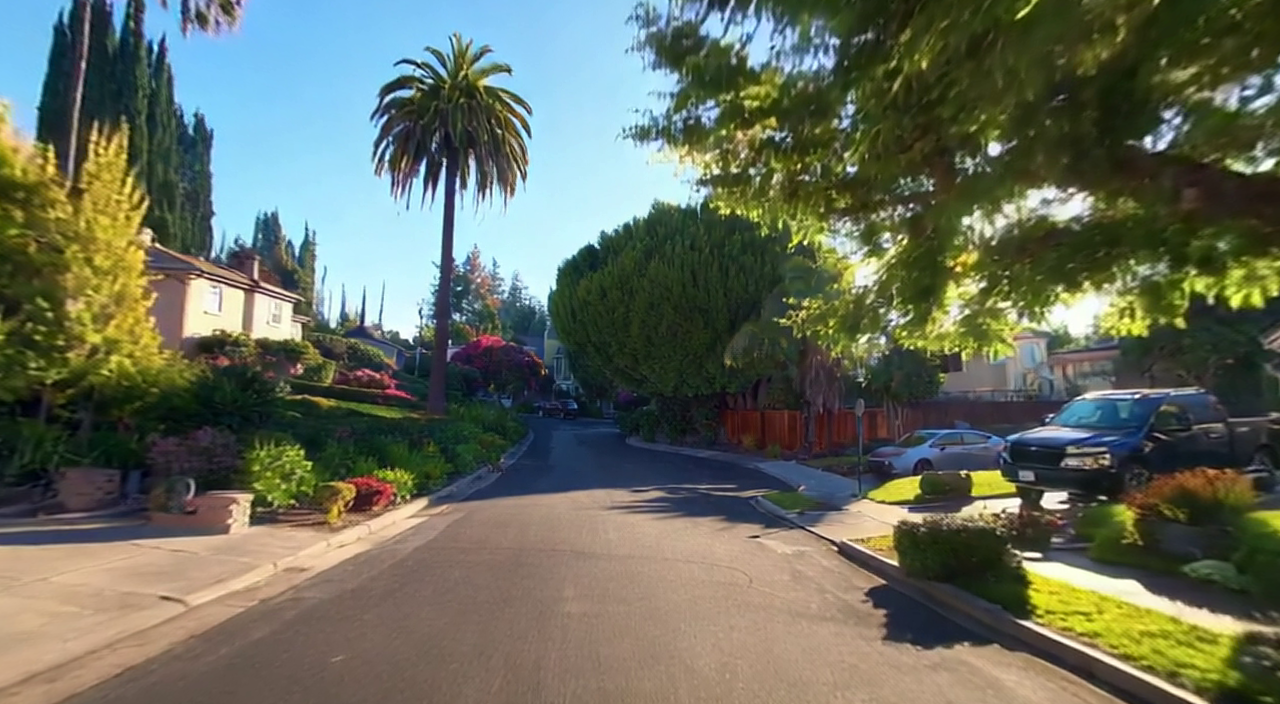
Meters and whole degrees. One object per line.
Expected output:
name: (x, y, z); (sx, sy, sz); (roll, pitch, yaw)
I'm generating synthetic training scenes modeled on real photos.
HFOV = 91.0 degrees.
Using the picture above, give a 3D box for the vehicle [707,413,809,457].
vehicle: (6.935, 4.897, 36.668); (5.663, 1.913, 2.170); (10, -14, -26)

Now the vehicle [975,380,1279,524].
vehicle: (9.946, 1.879, 11.762); (6.615, 2.137, 2.578); (4, -9, -19)

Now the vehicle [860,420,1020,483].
vehicle: (10.174, 3.360, 21.452); (4.443, 1.948, 2.230); (2, -10, -17)
